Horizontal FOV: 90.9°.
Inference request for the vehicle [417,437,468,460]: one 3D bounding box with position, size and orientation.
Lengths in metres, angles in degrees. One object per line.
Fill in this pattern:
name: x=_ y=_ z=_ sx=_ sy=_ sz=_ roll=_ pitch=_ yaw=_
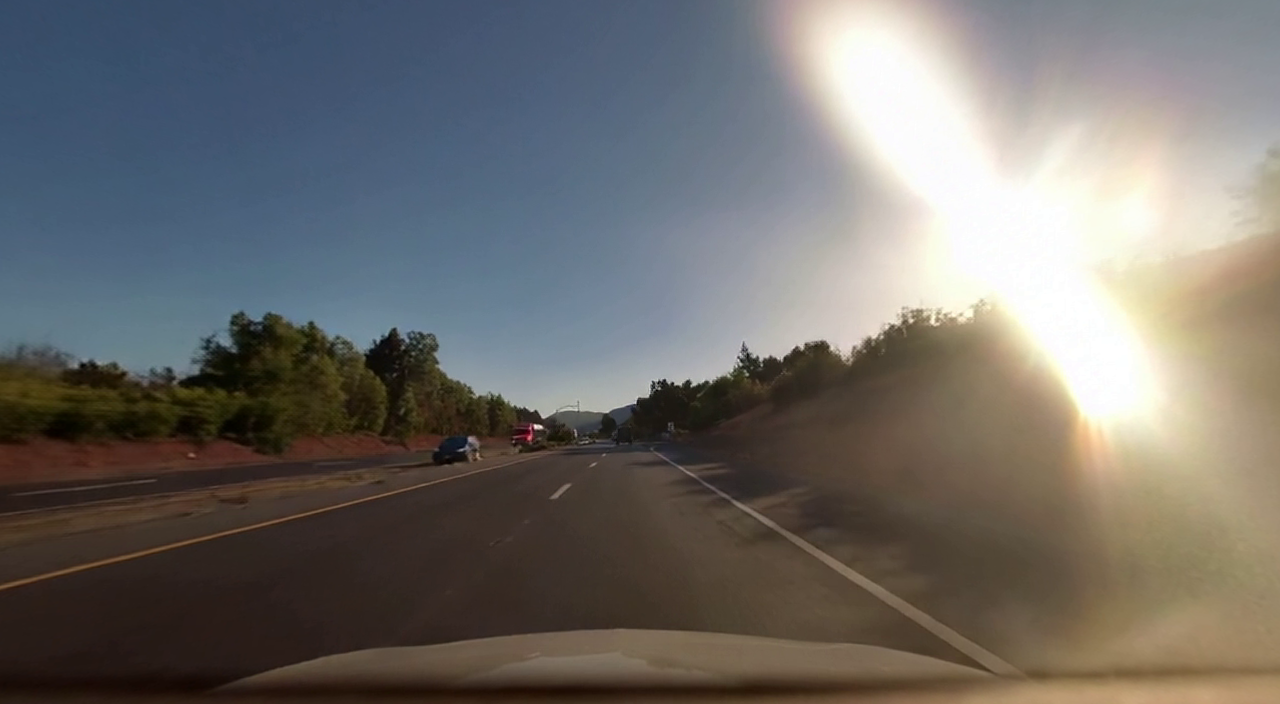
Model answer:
vehicle: x=-13.504 y=6.604 z=43.327 sx=2.102 sy=1.449 sz=4.500 roll=0 pitch=-8 yaw=-1
